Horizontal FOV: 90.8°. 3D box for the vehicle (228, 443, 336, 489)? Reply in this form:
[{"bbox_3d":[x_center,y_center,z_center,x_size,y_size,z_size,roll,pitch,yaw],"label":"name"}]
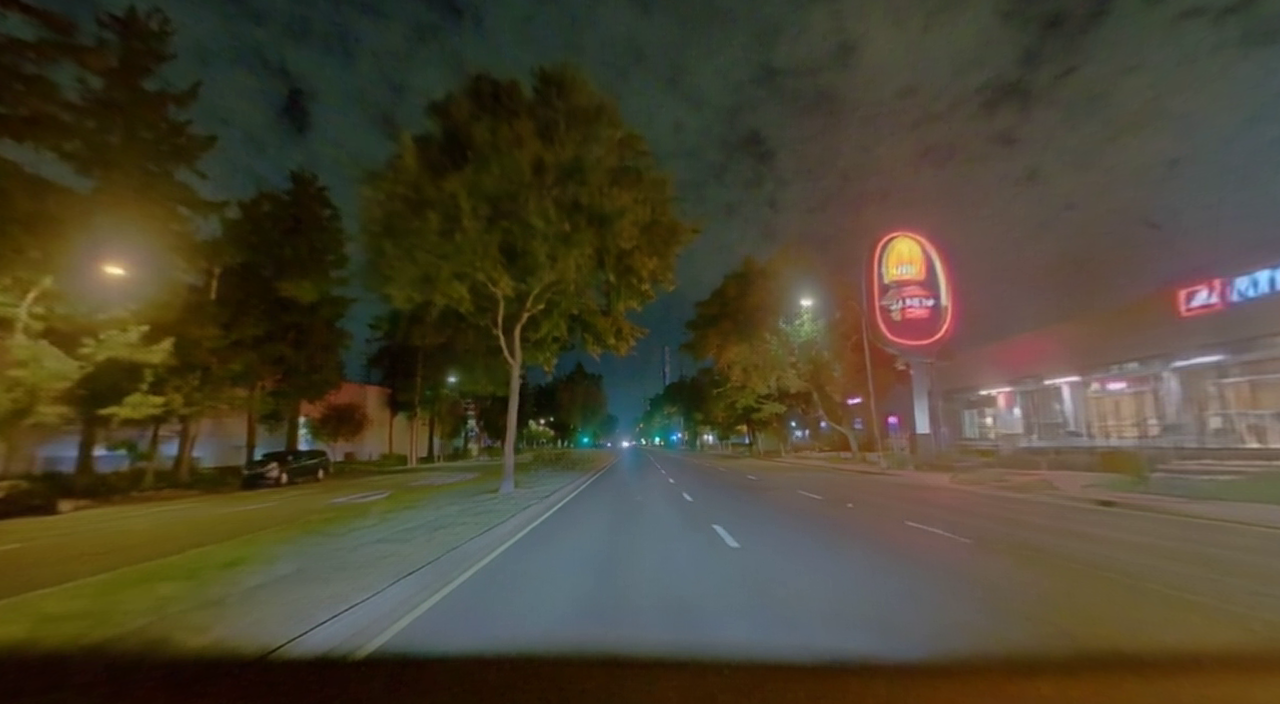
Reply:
[{"bbox_3d":[-19.449,6.159,34.771,2.648,2.106,6.148,-2,-8,-3],"label":"vehicle"}]
